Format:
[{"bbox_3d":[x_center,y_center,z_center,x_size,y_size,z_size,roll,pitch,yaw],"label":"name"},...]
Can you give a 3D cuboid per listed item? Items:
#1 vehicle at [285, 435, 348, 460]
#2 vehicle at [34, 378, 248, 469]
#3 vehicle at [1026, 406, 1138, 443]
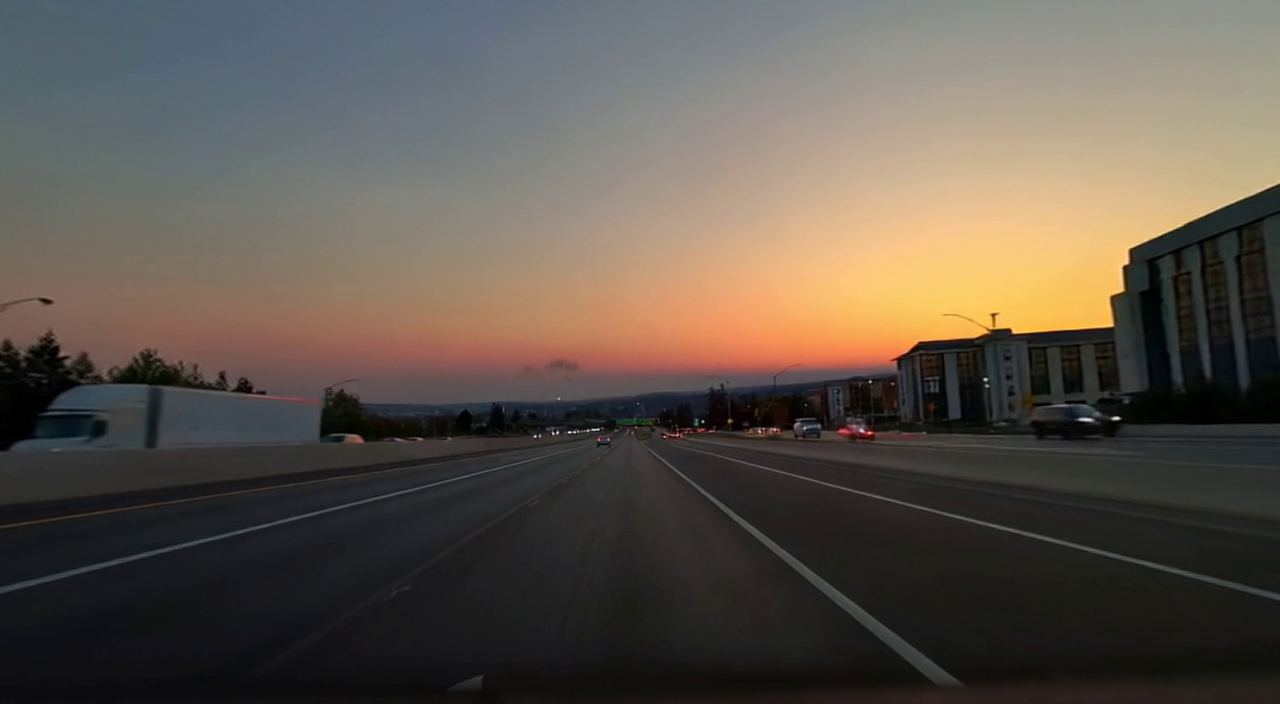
[{"bbox_3d":[-20.214,5.975,39.515,1.813,1.493,4.013,0,-8,0],"label":"vehicle"},{"bbox_3d":[-24.960,3.790,32.543,2.966,3.982,9.947,0,-8,-1],"label":"vehicle"},{"bbox_3d":[19.000,3.199,27.312,1.718,1.467,4.407,-1,-8,1],"label":"vehicle"}]
